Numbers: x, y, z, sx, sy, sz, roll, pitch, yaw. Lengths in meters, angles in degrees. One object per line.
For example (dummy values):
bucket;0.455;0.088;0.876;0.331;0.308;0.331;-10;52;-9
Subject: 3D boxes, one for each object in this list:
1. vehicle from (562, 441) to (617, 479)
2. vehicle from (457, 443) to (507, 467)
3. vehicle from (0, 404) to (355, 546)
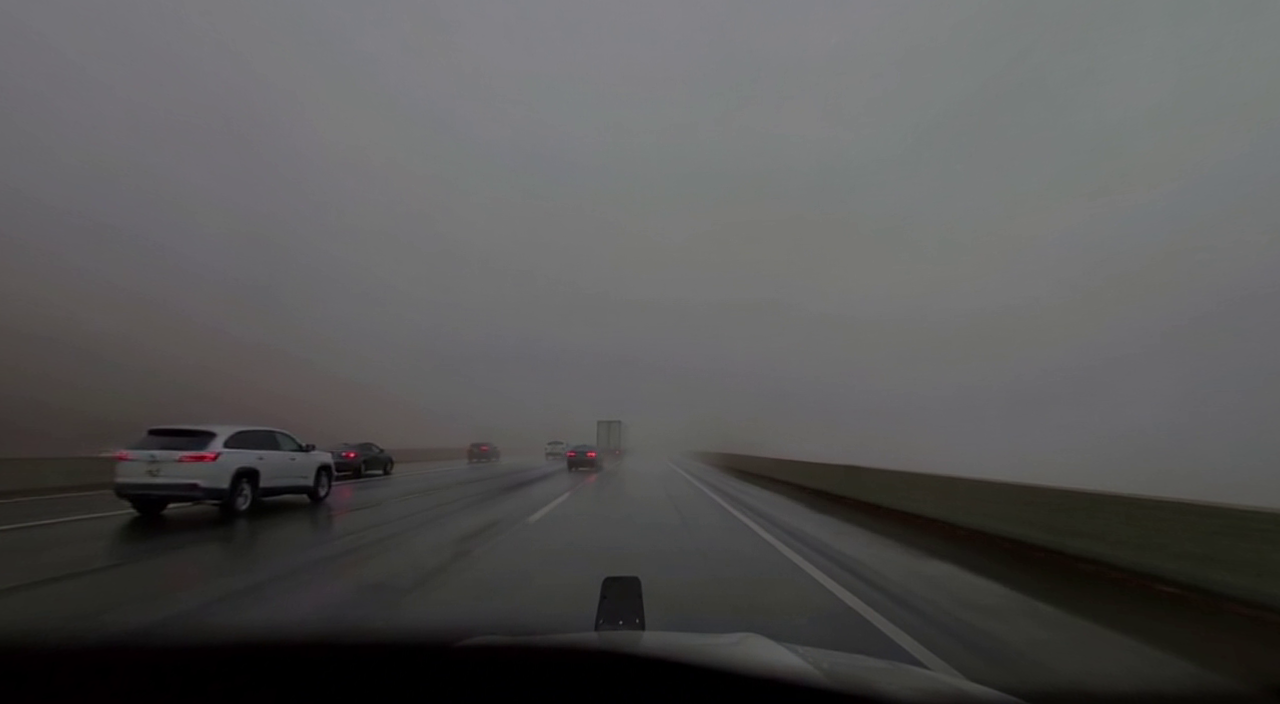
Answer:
vehicle;-2.135;4.728;27.760;1.931;1.528;4.126;0;-8;2
vehicle;-10.274;6.730;41.362;2.036;1.506;4.358;0;-8;1
vehicle;-7.335;1.973;10.823;2.115;1.778;5.572;0;-8;2
